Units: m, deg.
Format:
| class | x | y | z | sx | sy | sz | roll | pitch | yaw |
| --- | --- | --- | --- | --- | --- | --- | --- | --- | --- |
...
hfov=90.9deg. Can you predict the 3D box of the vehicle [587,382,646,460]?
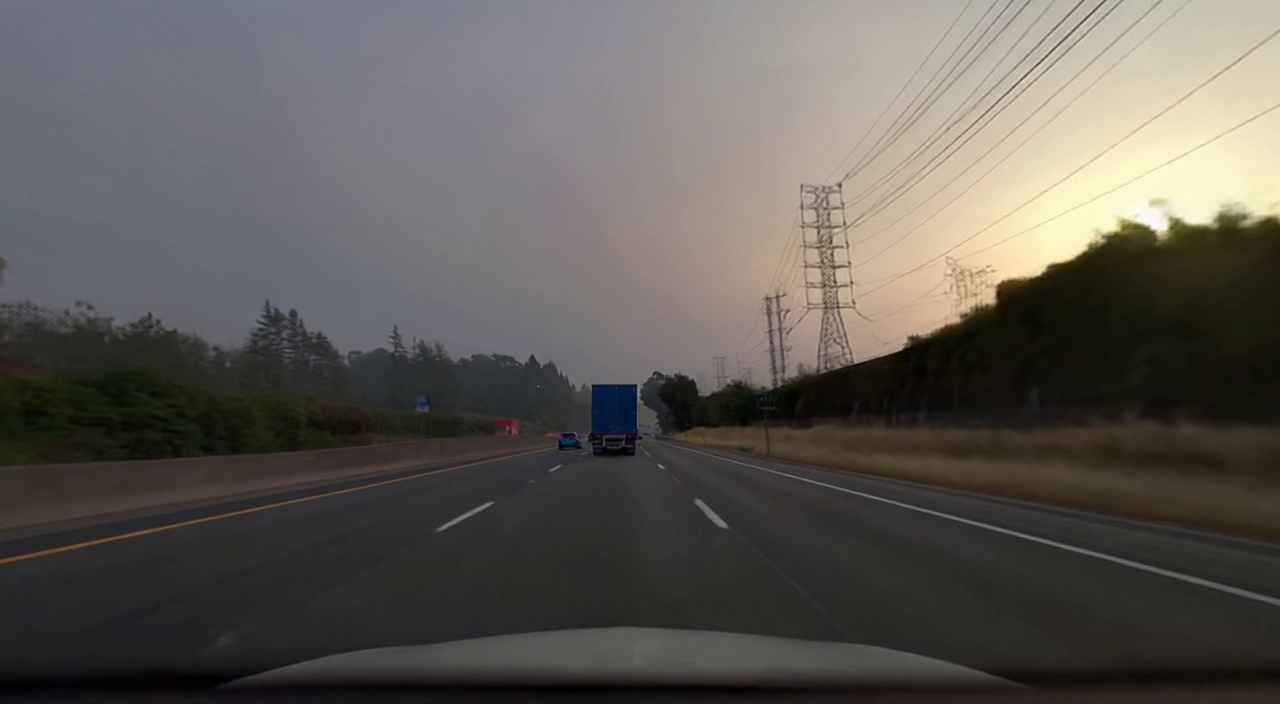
| class | x | y | z | sx | sy | sz | roll | pitch | yaw |
| --- | --- | --- | --- | --- | --- | --- | --- | --- | --- |
| vehicle | -1.331 | 4.103 | 36.546 | 2.955 | 3.851 | 9.915 | 0 | -8 | -2 |
